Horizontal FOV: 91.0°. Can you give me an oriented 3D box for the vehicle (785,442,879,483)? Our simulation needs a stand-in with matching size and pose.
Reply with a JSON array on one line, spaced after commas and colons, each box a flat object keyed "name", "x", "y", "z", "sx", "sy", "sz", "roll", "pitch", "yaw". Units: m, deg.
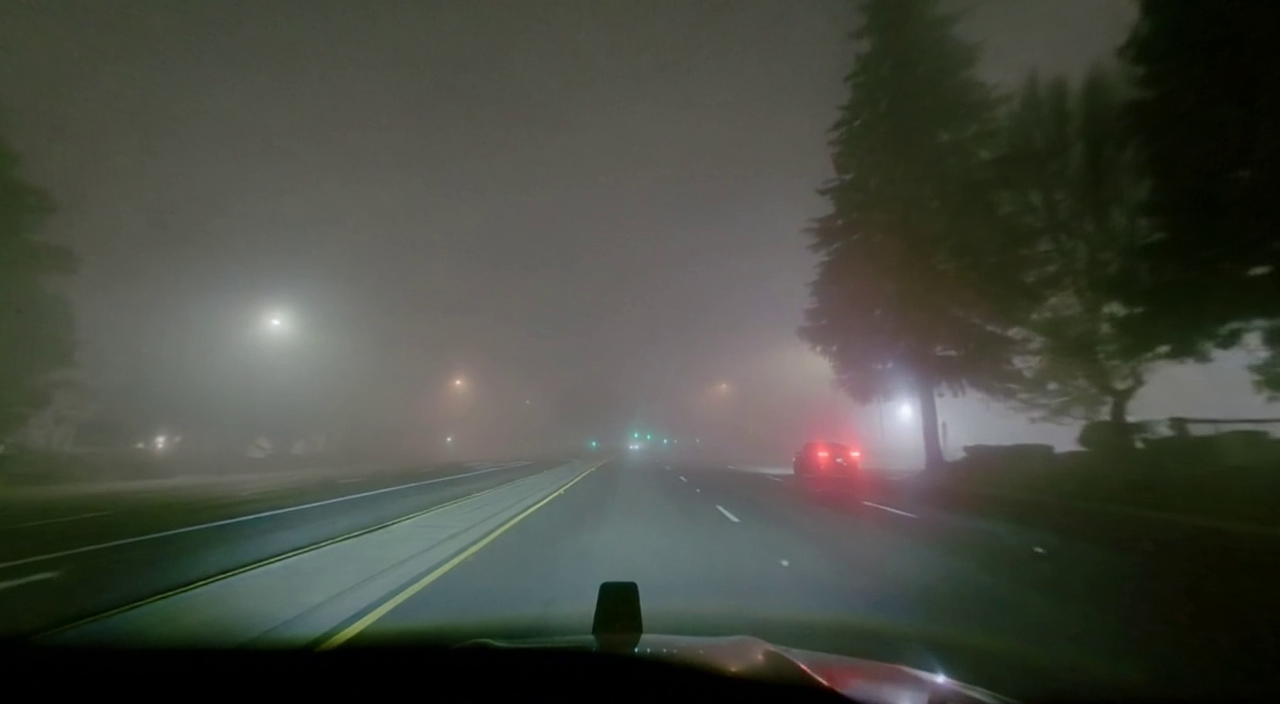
[{"name": "vehicle", "x": 7.174, "y": 4.157, "z": 24.037, "sx": 2.054, "sy": 1.421, "sz": 4.487, "roll": 0, "pitch": -8, "yaw": -1}]
